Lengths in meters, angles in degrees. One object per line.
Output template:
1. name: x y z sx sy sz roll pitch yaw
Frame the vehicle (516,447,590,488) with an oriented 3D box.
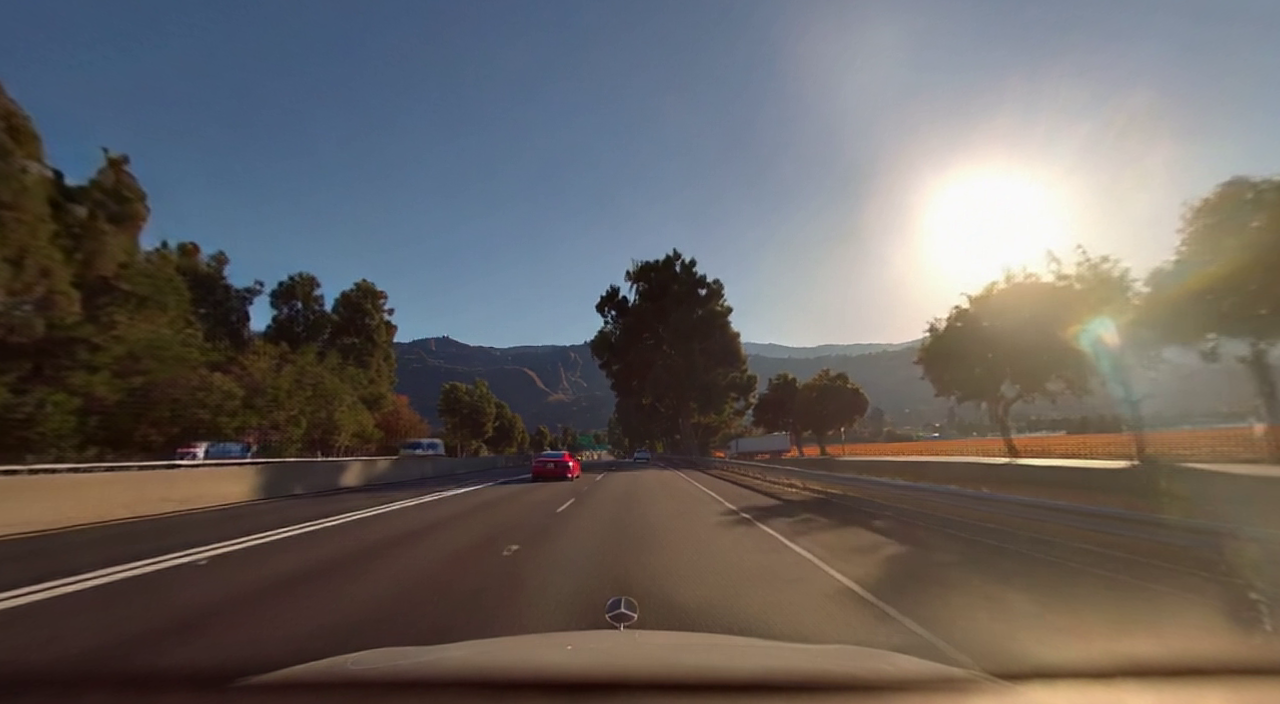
1. vehicle: -3.294 4.488 24.914 2.170 1.451 4.584 0 -9 2

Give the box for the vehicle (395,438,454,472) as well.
1. vehicle: -16.850 8.091 49.875 2.222 2.428 6.706 0 -9 0

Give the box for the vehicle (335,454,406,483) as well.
1. vehicle: -14.313 6.198 33.791 1.907 1.417 4.284 0 -9 0
